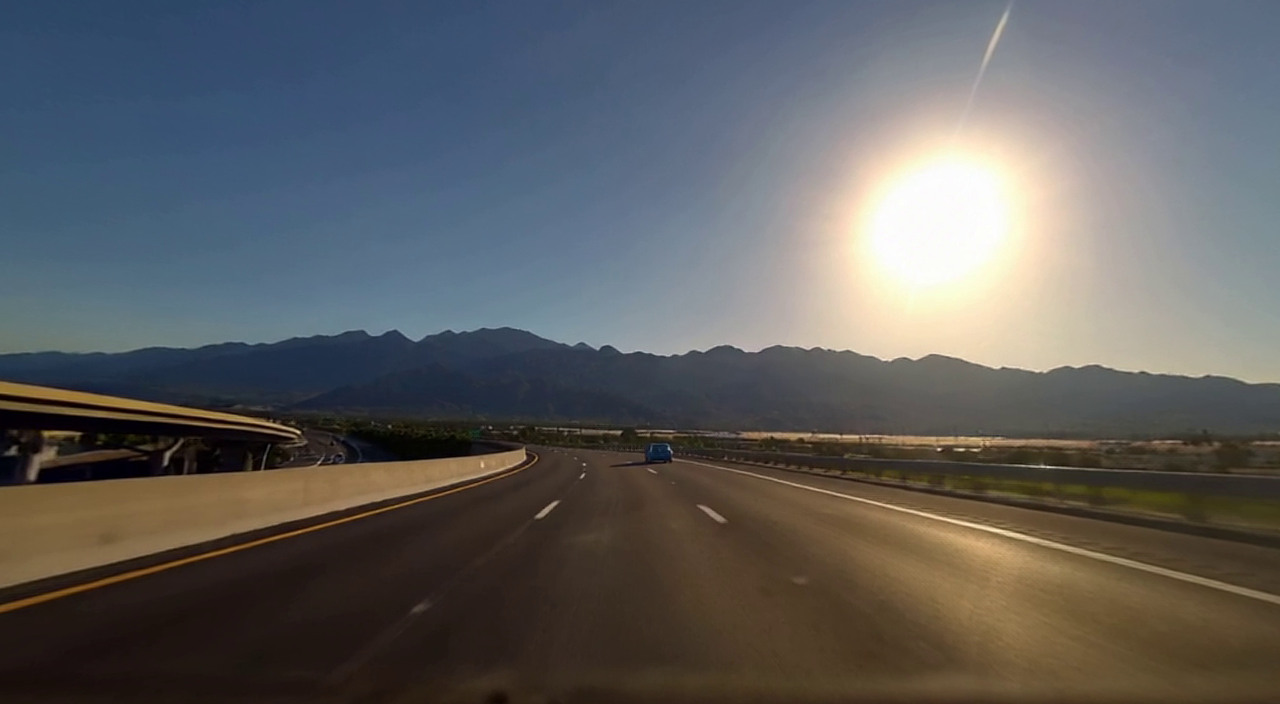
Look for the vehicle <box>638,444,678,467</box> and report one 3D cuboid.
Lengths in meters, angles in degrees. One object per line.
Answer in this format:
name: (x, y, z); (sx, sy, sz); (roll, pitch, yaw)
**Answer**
vehicle: (1.115, 6.900, 42.035); (1.985, 1.440, 4.466); (1, -9, -8)
